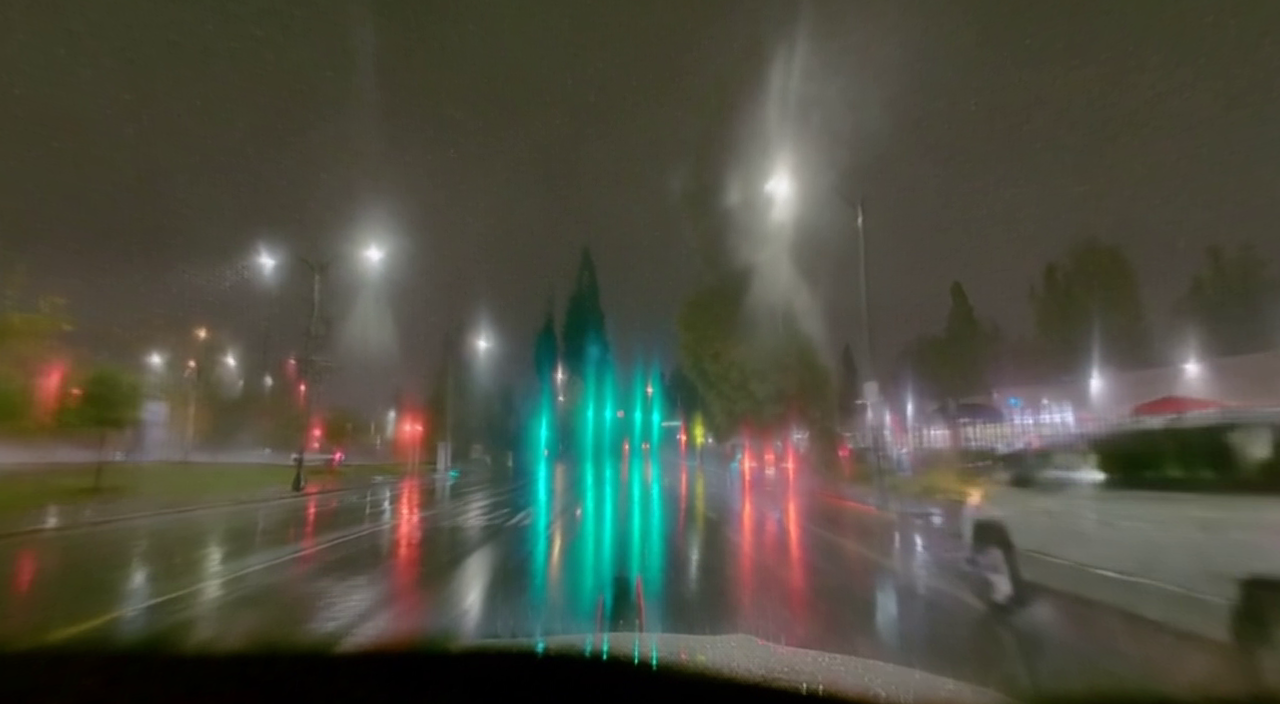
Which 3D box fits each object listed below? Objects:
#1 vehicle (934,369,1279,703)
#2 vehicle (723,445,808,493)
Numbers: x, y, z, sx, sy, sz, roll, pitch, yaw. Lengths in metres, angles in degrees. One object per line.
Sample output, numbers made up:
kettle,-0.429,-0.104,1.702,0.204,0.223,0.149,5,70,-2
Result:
vehicle,4.084,1.150,4.297,1.957,1.753,4.413,0,-8,-1
vehicle,4.192,3.963,21.784,1.856,1.462,4.501,0,-8,-2
